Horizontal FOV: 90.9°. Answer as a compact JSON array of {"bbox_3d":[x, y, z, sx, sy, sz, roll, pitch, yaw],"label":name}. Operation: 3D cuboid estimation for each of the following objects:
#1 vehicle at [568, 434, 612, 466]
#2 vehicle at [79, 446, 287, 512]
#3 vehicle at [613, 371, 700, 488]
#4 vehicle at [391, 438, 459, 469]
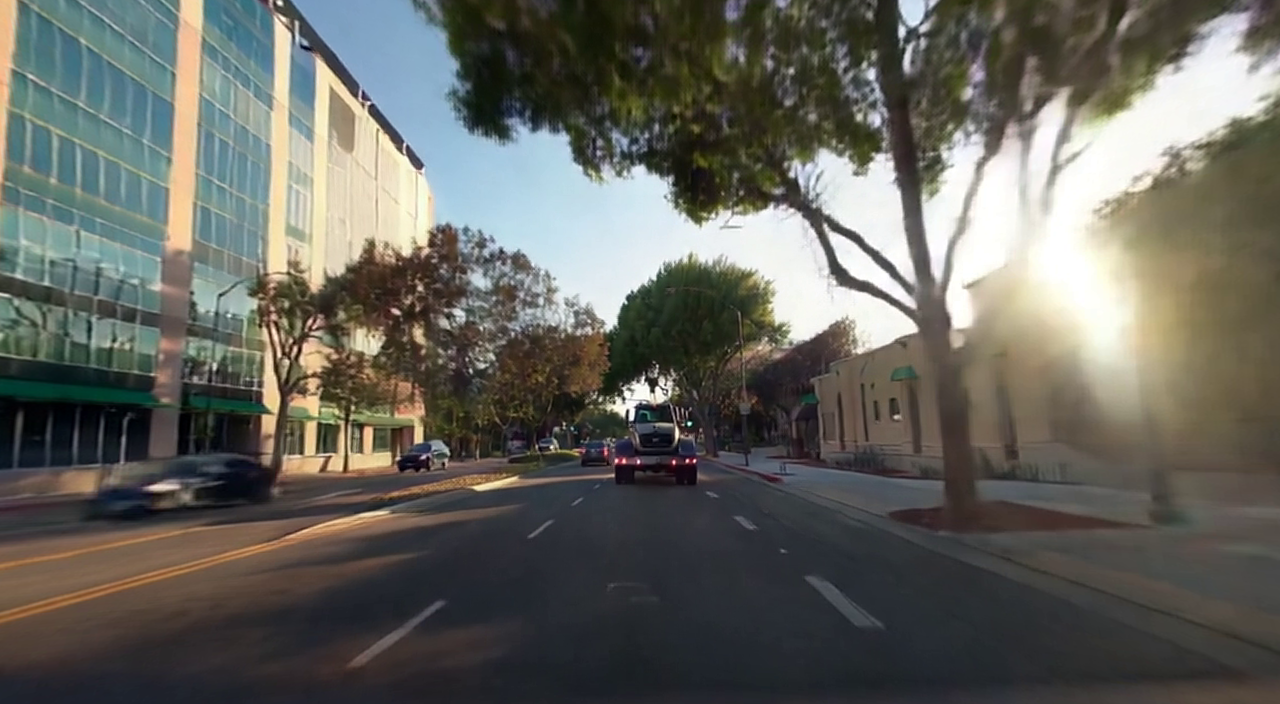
[{"bbox_3d":[-2.779,5.626,36.313,2.081,1.688,4.235,0,-9,2],"label":"vehicle"},{"bbox_3d":[-11.875,3.278,16.915,1.939,1.496,4.678,0,-9,2],"label":"vehicle"},{"bbox_3d":[0.442,3.106,24.527,2.552,3.461,11.044,-1,-8,-1],"label":"vehicle"},{"bbox_3d":[-14.288,6.774,42.327,2.225,1.946,6.187,0,-9,2],"label":"vehicle"}]
